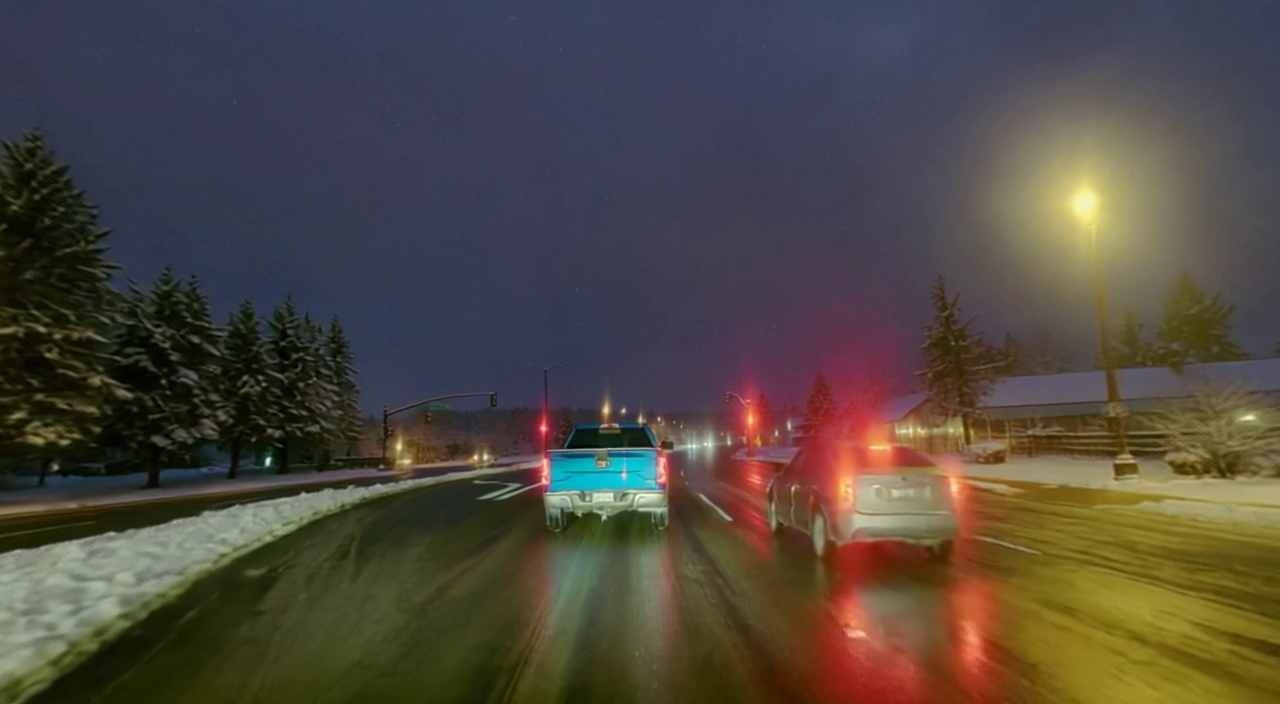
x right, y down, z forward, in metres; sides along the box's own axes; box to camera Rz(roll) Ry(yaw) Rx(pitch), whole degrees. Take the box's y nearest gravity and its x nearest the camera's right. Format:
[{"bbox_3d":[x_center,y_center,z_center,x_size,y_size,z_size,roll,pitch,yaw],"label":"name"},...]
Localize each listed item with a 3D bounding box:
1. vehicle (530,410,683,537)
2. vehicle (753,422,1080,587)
[{"bbox_3d":[-0.500,2.059,11.313,2.145,1.762,4.731,0,-8,-1],"label":"vehicle"},{"bbox_3d":[2.942,1.729,8.070,2.073,1.484,4.437,0,-8,-1],"label":"vehicle"}]
